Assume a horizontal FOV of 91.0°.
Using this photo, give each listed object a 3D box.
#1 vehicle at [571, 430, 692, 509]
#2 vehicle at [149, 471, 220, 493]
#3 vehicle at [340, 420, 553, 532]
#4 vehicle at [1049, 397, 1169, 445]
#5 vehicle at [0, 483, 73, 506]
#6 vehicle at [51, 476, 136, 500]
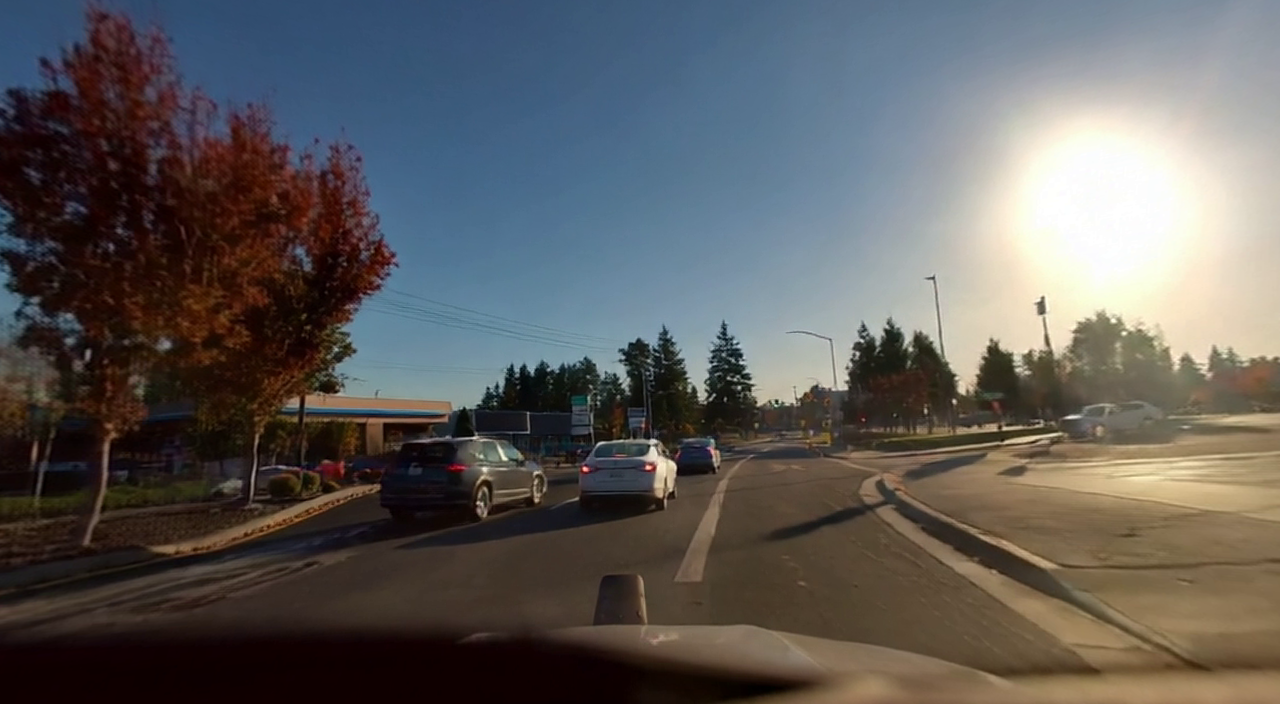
[{"bbox_3d":[-0.040,2.696,14.862,2.060,1.580,3.980,-2,-9,11],"label":"vehicle"},{"bbox_3d":[-36.058,10.300,49.877,4.507,1.533,1.999,-2,-9,14],"label":"vehicle"},{"bbox_3d":[-3.519,2.375,12.675,2.102,1.774,4.662,-2,-9,11],"label":"vehicle"},{"bbox_3d":[23.824,3.633,32.360,2.322,2.152,5.668,-3,-9,8],"label":"vehicle"},{"bbox_3d":[-45.914,10.814,47.910,1.603,1.398,3.616,-6,-10,22],"label":"vehicle"},{"bbox_3d":[-38.025,9.459,43.834,4.384,1.490,2.031,-2,-10,10],"label":"vehicle"}]
